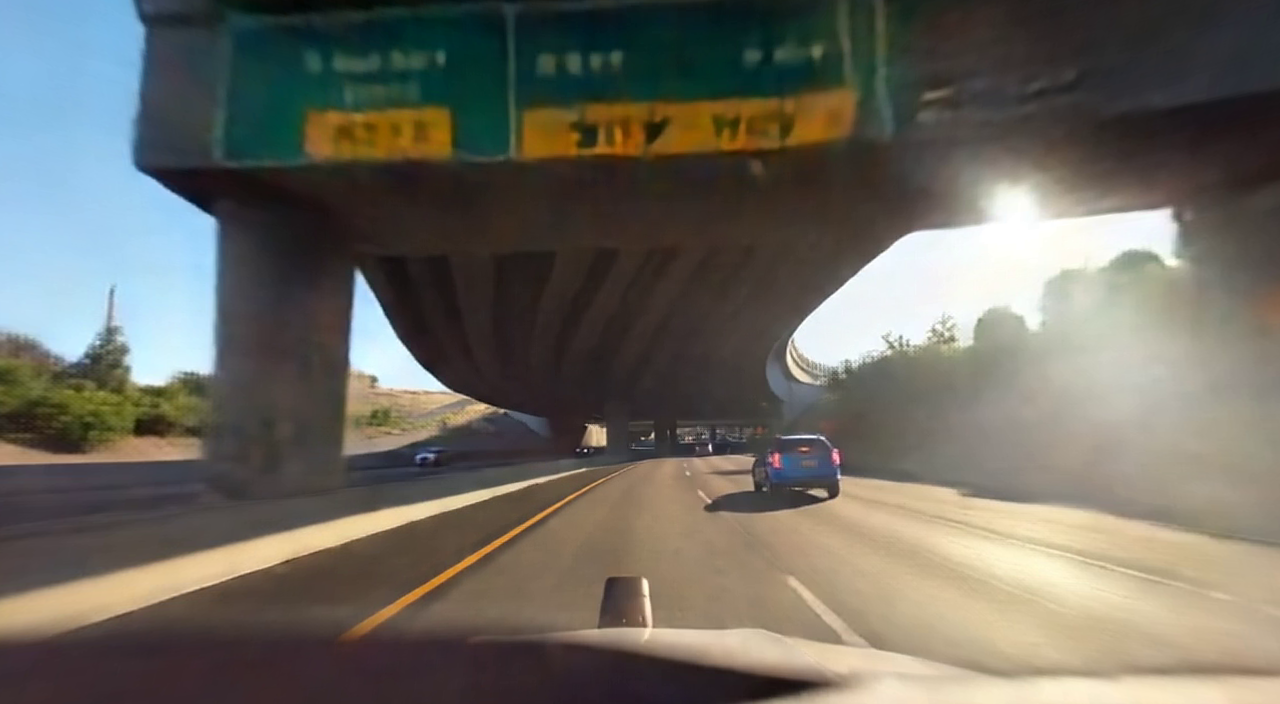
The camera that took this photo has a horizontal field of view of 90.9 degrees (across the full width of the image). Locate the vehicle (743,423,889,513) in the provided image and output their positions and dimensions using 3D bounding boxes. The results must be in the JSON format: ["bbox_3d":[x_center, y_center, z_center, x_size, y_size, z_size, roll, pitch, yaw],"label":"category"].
[{"bbox_3d":[3.805,2.599,14.591,2.143,1.730,4.303,-1,-8,0],"label":"vehicle"}]
